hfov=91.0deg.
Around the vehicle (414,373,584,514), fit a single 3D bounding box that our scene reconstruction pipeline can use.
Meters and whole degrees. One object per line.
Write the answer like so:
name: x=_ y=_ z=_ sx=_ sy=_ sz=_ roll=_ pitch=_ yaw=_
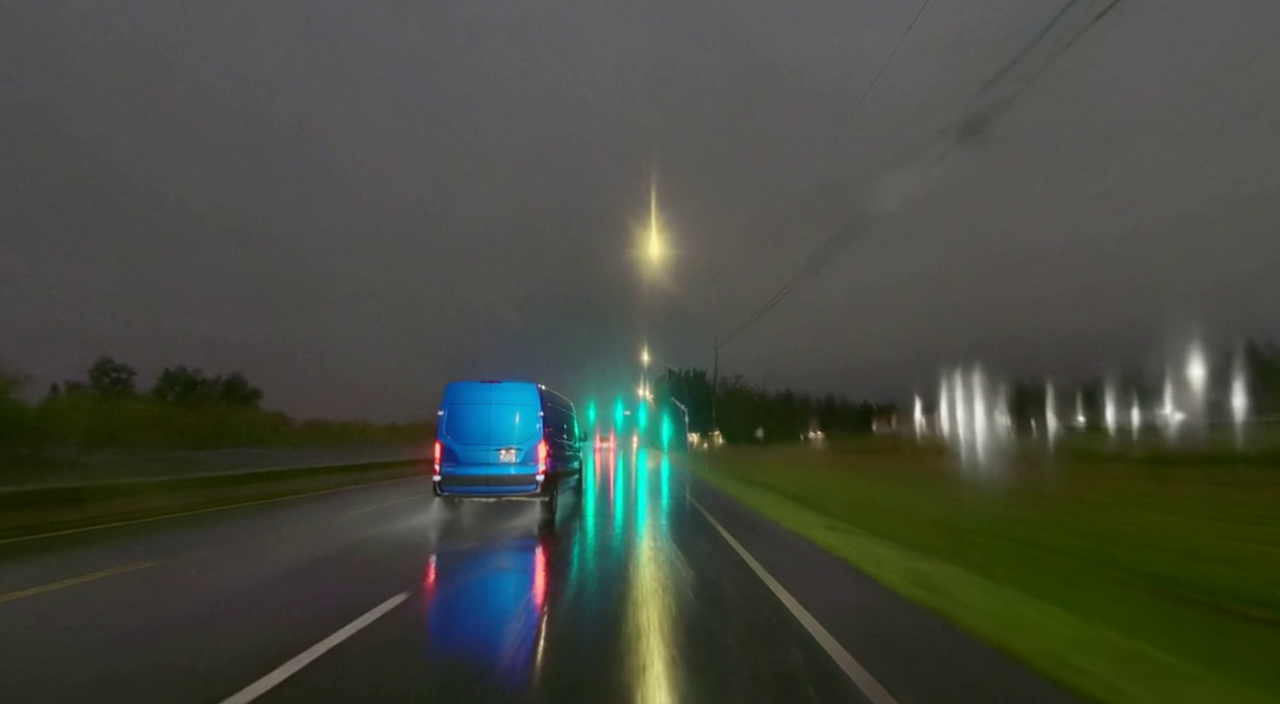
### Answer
vehicle: x=-2.916 y=2.145 z=14.875 sx=2.497 sy=2.628 sz=6.016 roll=0 pitch=-8 yaw=1
